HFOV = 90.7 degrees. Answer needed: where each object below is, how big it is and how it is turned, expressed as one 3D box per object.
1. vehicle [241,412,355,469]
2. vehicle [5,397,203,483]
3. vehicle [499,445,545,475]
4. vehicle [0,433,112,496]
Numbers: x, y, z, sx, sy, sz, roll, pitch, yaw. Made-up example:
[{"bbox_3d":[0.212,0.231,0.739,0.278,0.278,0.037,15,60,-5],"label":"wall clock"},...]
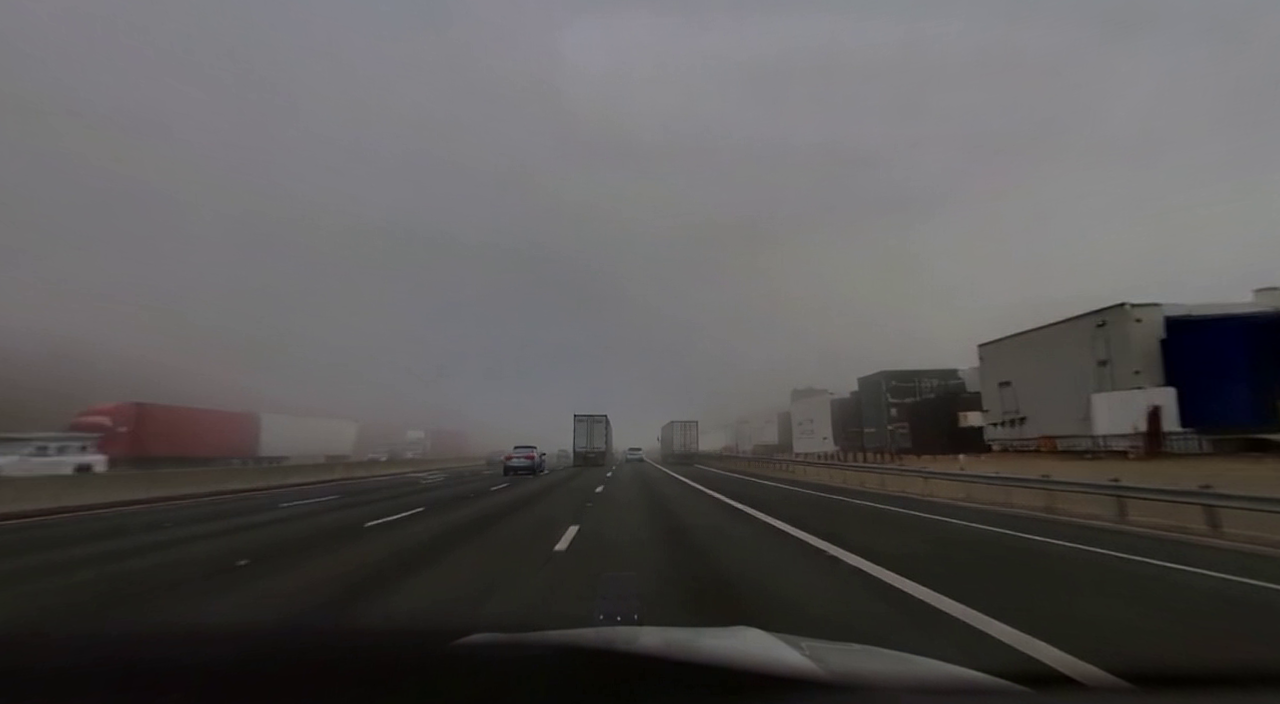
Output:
[{"bbox_3d":[-23.414,6.219,44.126,2.915,3.535,9.511,0,-9,-2],"label":"vehicle"},{"bbox_3d":[-26.889,4.553,32.564,2.985,3.820,8.369,0,-9,-2],"label":"vehicle"},{"bbox_3d":[-7.079,6.469,38.284,2.132,1.679,4.045,0,-9,-2],"label":"vehicle"},{"bbox_3d":[-18.904,3.251,18.381,2.180,1.717,5.809,0,-9,-1],"label":"vehicle"}]
